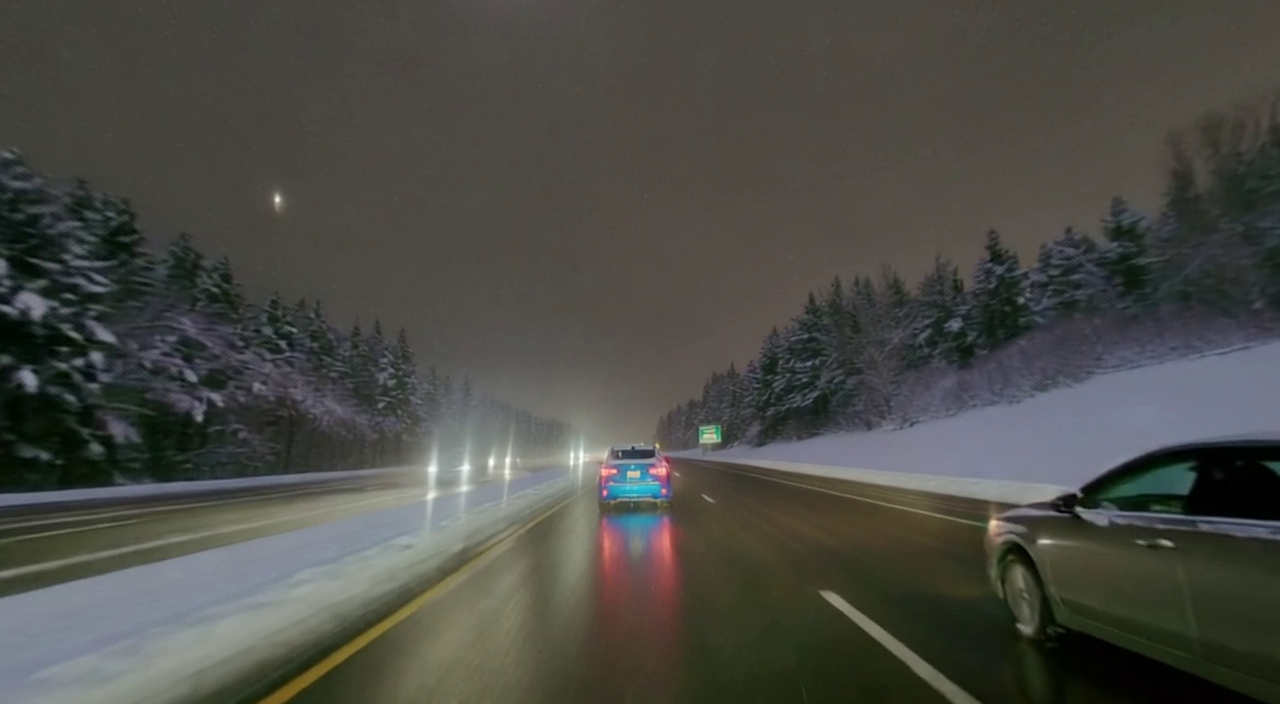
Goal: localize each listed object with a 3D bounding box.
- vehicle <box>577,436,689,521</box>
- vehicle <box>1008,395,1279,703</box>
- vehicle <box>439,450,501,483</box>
[{"bbox_3d":[-0.163,2.698,13.911,2.083,1.548,4.251,0,-9,-1],"label":"vehicle"},{"bbox_3d":[3.804,0.928,2.549,2.021,1.533,4.014,0,-9,-2],"label":"vehicle"},{"bbox_3d":[-8.787,5.929,32.709,1.913,1.557,4.185,-1,-9,3],"label":"vehicle"}]
